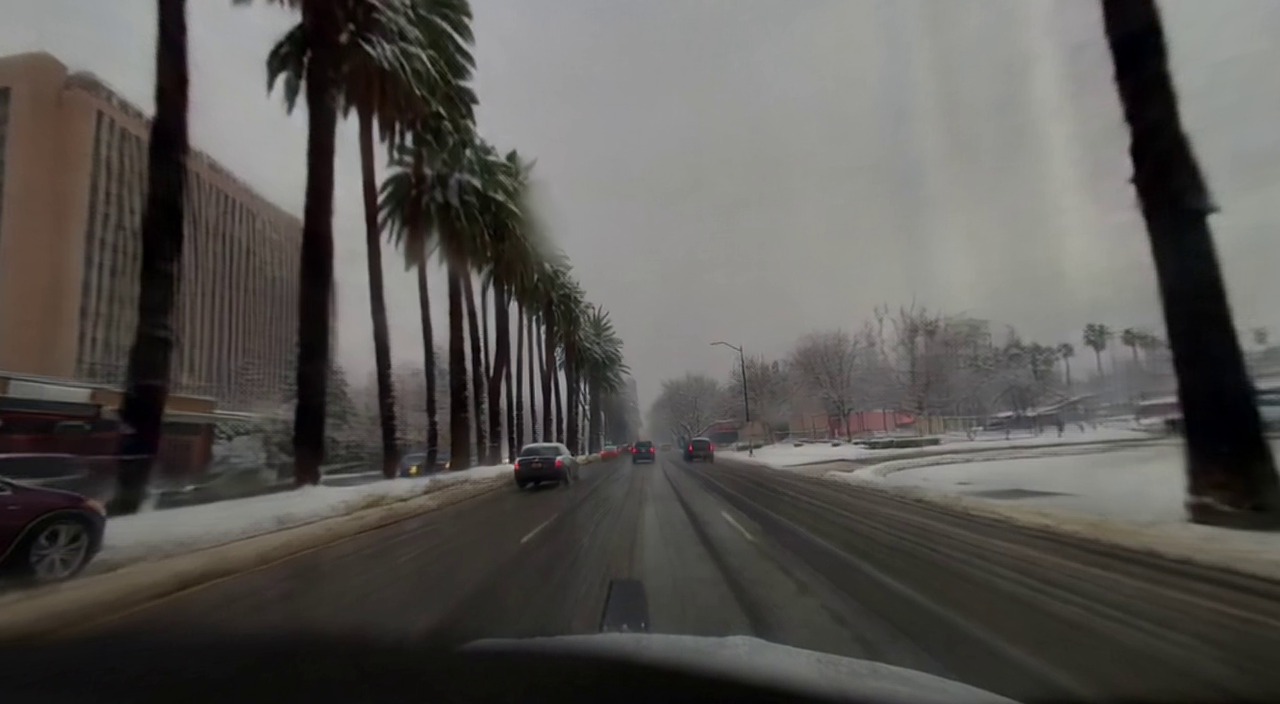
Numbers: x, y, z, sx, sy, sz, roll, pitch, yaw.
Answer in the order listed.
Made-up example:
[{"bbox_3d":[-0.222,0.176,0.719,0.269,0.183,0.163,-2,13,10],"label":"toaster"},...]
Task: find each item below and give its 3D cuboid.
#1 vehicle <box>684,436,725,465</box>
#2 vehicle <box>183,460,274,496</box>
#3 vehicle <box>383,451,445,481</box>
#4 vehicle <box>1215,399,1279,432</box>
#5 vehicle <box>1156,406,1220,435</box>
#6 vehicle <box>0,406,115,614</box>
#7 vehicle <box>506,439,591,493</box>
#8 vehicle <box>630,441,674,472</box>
[{"bbox_3d":[4.159,6.443,41.339,2.108,1.785,4.334,0,-8,-1],"label":"vehicle"},{"bbox_3d":[-20.589,6.270,31.757,1.779,1.562,4.003,-1,-8,1],"label":"vehicle"},{"bbox_3d":[-13.813,6.946,38.842,2.026,1.641,4.619,-1,-8,1],"label":"vehicle"},{"bbox_3d":[33.861,3.533,34.768,1.939,1.625,4.341,-5,-9,27],"label":"vehicle"},{"bbox_3d":[31.344,3.971,36.159,1.849,1.462,3.814,-5,-9,28],"label":"vehicle"},{"bbox_3d":[-6.440,1.167,4.125,2.030,1.730,4.506,-1,-8,1],"label":"vehicle"},{"bbox_3d":[-2.790,3.566,20.156,1.908,1.505,4.369,-1,-8,2],"label":"vehicle"},{"bbox_3d":[0.588,5.420,32.905,2.147,1.507,3.953,0,-8,0],"label":"vehicle"}]
